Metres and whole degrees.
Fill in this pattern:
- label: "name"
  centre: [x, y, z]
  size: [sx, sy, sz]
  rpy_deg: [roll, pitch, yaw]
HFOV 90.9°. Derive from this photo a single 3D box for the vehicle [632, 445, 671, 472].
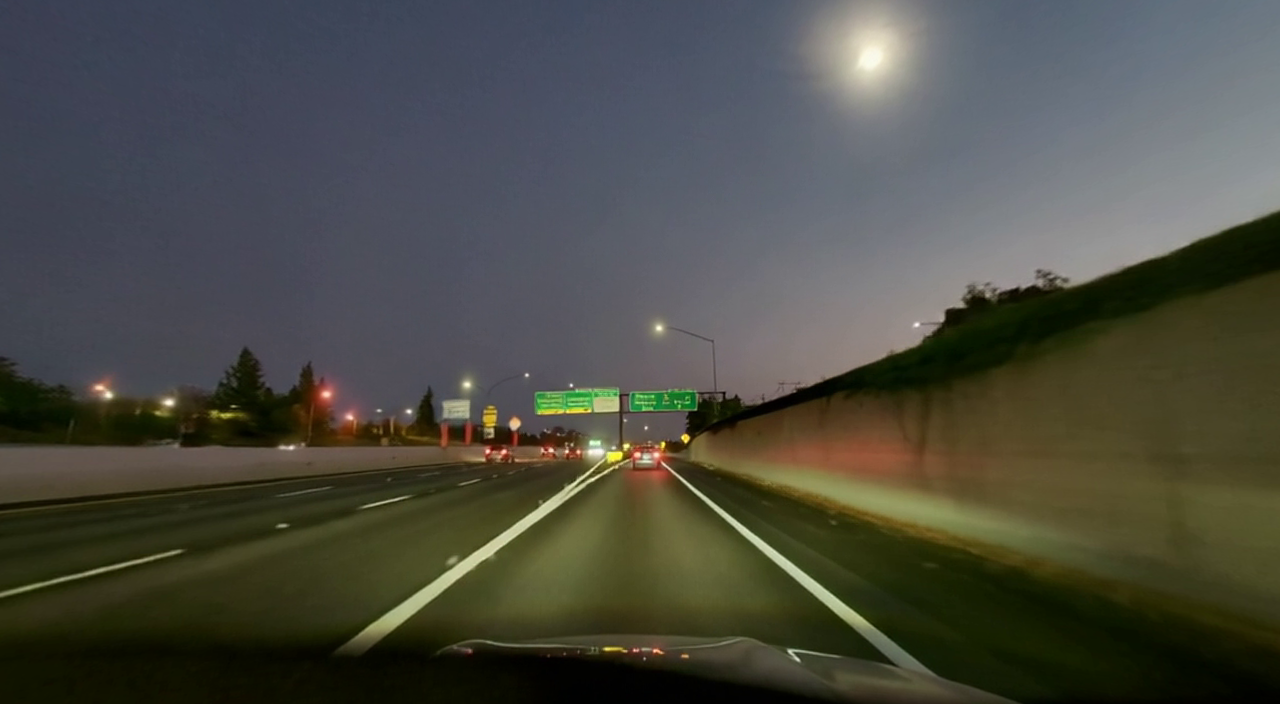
- label: "vehicle"
  centre: [0.611, 6.103, 36.442]
  size: [2.137, 1.461, 3.999]
  rpy_deg: [0, -8, 0]
